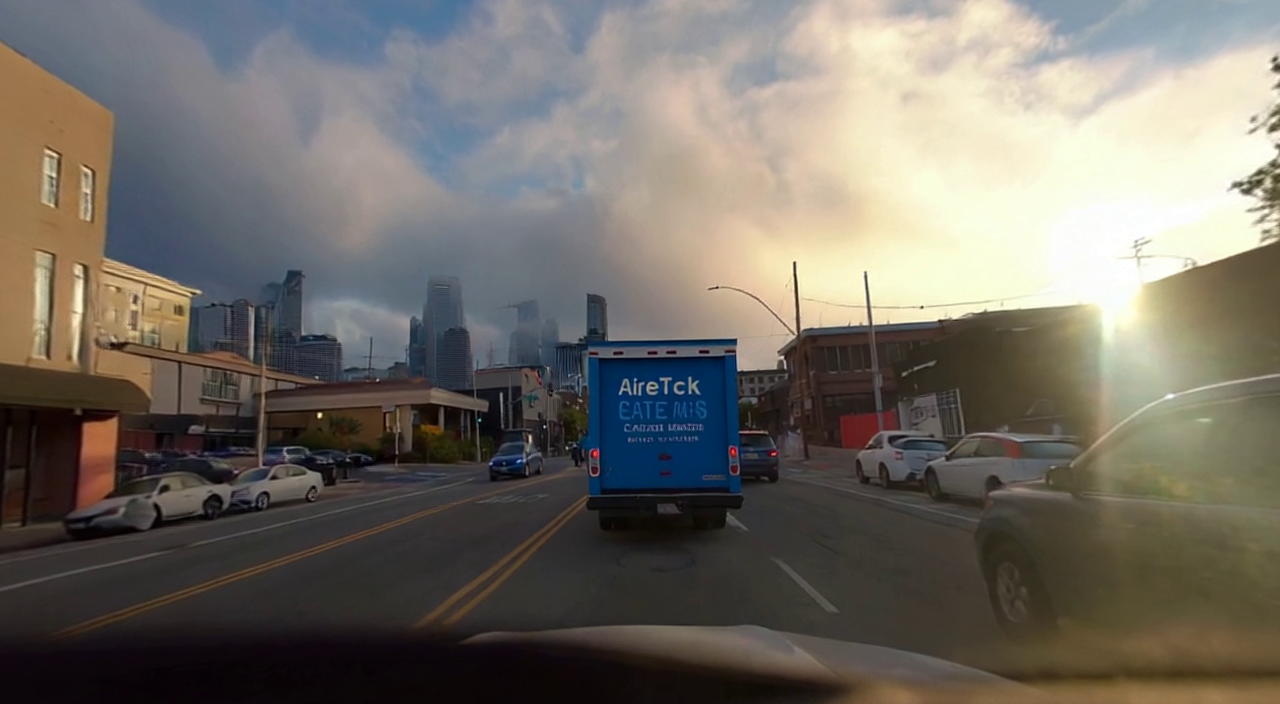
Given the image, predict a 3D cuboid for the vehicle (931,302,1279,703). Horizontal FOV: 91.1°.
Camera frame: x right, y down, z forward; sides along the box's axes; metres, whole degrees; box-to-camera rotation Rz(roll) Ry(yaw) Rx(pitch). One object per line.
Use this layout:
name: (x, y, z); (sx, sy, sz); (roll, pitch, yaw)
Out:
vehicle: (3.393, 0.789, 2.754); (2.104, 1.786, 4.498); (0, -8, 1)

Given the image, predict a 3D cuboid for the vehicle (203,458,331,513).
vehicle: (-13.365, 4.759, 22.881); (1.943, 1.682, 4.365); (0, -8, 0)

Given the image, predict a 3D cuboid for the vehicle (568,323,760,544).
vehicle: (0.216, 1.500, 11.446); (2.517, 2.926, 6.177); (0, -8, -2)

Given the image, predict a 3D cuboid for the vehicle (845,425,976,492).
vehicle: (7.587, 3.029, 18.164); (1.946, 1.680, 4.270); (0, -8, 1)

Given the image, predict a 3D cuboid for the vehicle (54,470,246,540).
vehicle: (-13.479, 4.188, 17.711); (1.901, 1.508, 4.405); (0, -8, -1)

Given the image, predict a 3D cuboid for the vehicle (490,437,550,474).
vehicle: (-5.958, 5.211, 31.687); (2.046, 1.711, 4.320); (0, -8, 1)
